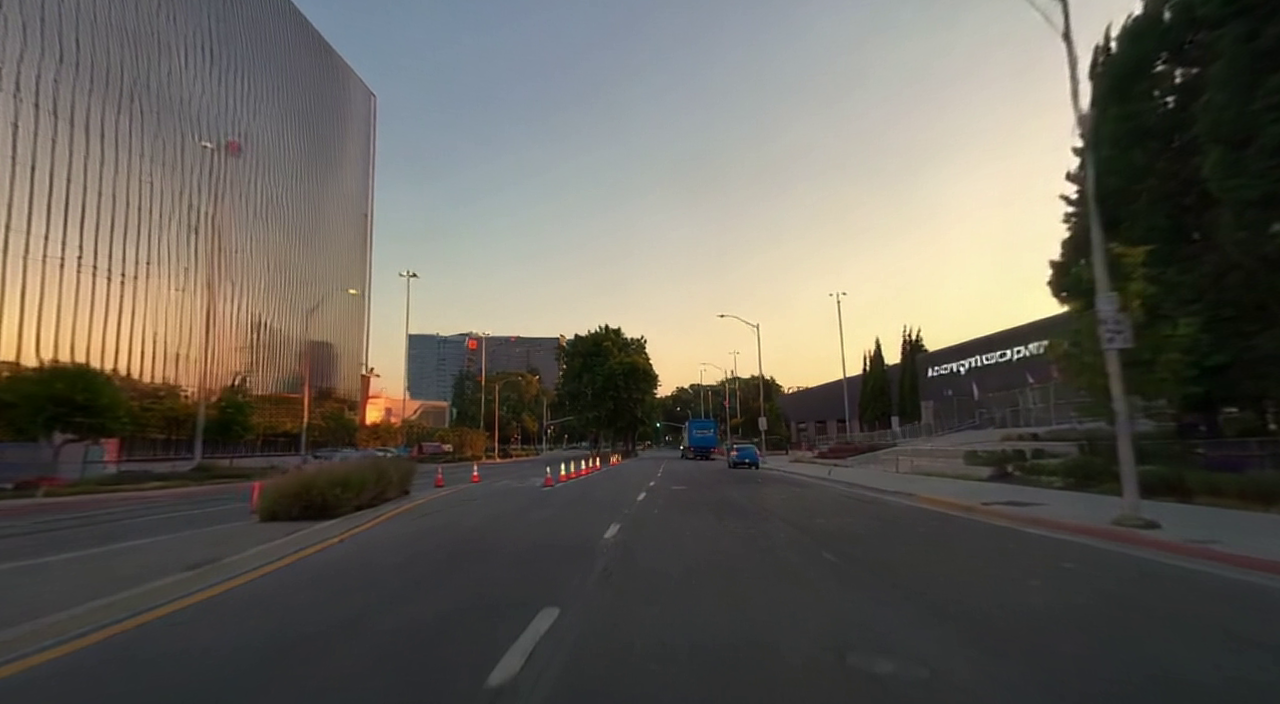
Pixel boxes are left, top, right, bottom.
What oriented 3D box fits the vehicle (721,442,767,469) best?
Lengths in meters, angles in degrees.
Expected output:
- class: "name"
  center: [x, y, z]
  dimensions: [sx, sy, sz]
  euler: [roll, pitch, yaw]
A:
- class: "vehicle"
  center: [6.464, 6.472, 39.735]
  dimensions: [2.098, 1.619, 4.433]
  euler: [0, -8, -1]
